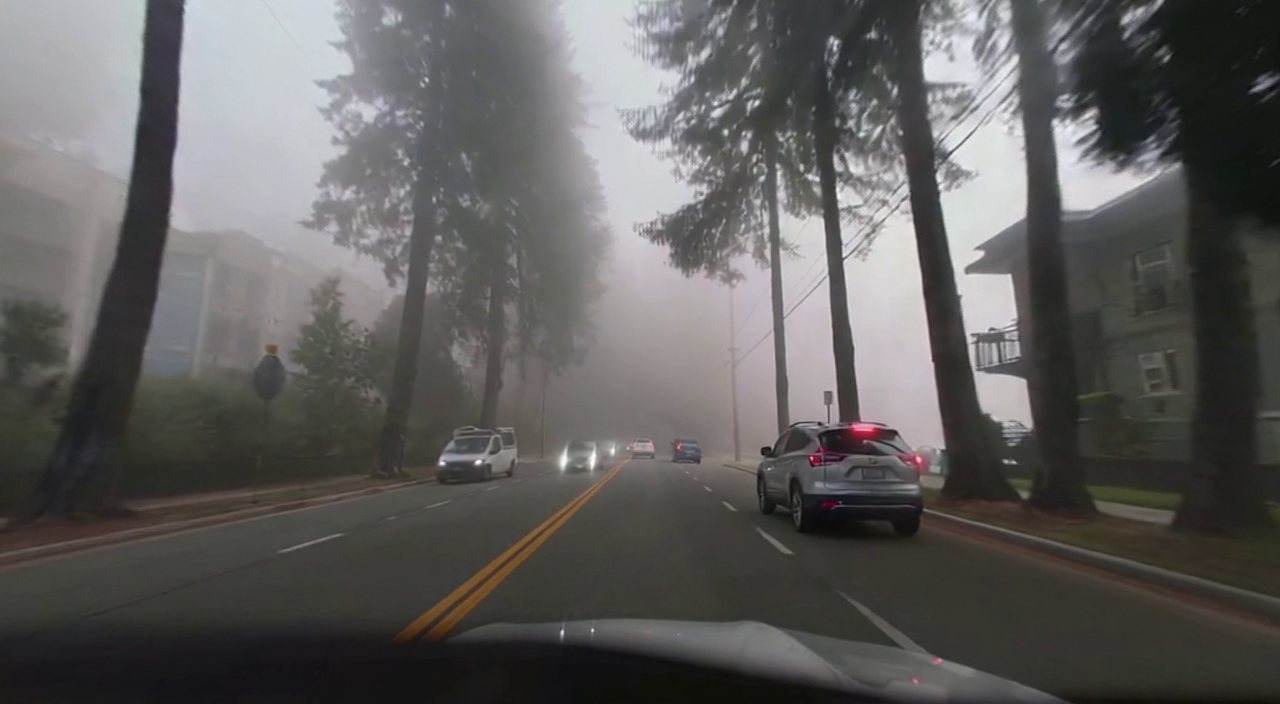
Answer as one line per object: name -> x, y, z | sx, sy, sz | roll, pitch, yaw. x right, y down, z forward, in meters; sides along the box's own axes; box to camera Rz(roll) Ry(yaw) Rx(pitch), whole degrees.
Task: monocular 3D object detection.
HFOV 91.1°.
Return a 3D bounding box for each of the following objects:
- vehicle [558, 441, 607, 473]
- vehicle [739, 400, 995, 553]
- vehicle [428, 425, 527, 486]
vehicle -> -2.660, 4.951, 29.950 | 1.941, 1.409, 3.975 | 0, -8, 0
vehicle -> 3.227, 1.922, 10.398 | 2.219, 1.881, 5.104 | 0, -8, -1
vehicle -> -5.959, 3.891, 23.914 | 2.200, 2.041, 5.550 | 0, -8, 1
